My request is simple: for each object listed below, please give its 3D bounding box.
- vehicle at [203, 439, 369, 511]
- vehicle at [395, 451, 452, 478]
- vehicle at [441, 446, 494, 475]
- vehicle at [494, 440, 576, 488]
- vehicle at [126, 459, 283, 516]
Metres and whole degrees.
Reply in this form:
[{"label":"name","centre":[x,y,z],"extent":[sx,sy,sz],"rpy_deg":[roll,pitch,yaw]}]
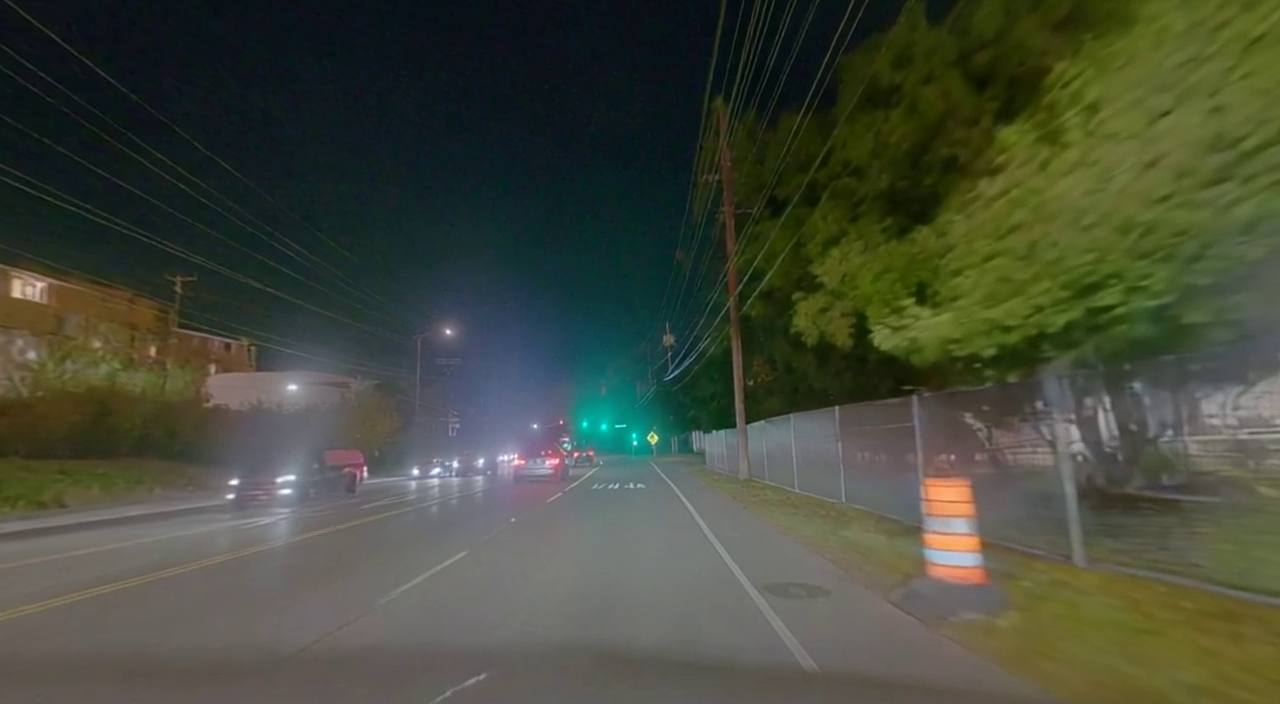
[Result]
[{"label":"vehicle","centre":[-10.222,3.566,18.763],"extent":[2.137,1.828,4.754],"rpy_deg":[0,-9,0]},{"label":"vehicle","centre":[-14.003,7.289,41.031],"extent":[2.034,1.631,4.845],"rpy_deg":[1,-9,-1]},{"label":"vehicle","centre":[-10.731,6.752,39.456],"extent":[2.022,1.717,4.376],"rpy_deg":[0,-9,1]},{"label":"vehicle","centre":[-3.575,3.921,22.372],"extent":[2.020,1.489,4.469],"rpy_deg":[0,-9,2]},{"label":"vehicle","centre":[-13.964,4.329,20.584],"extent":[1.943,1.506,4.471],"rpy_deg":[1,-9,-1]}]
